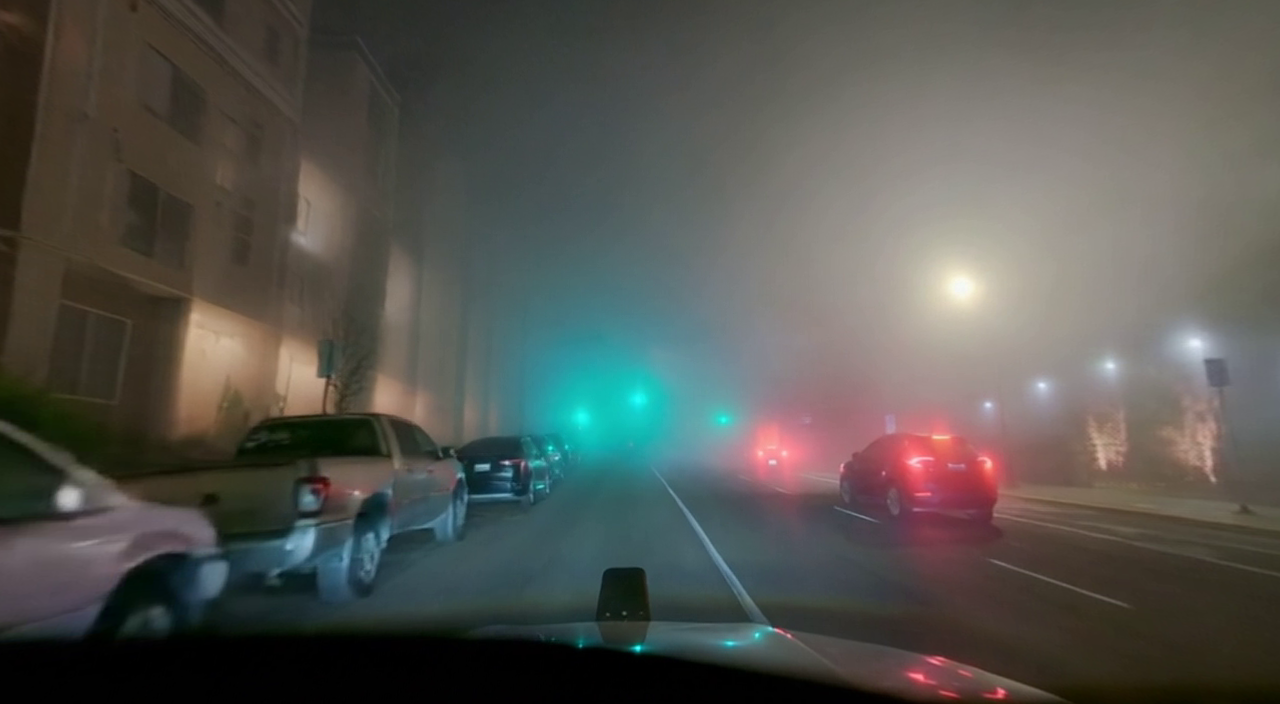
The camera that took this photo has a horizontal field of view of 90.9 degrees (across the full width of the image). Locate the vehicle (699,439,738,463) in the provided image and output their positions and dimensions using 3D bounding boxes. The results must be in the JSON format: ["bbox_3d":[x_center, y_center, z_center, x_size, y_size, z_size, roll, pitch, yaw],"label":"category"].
[{"bbox_3d":[5.149,6.548,41.829,1.917,1.467,4.452,0,-8,-1],"label":"vehicle"}]

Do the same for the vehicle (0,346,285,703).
[{"bbox_3d":[-3.277,0.741,1.693,1.951,1.671,4.615,0,-8,0],"label":"vehicle"}]

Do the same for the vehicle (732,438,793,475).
[{"bbox_3d":[5.151,4.418,26.909,1.799,1.463,3.464,0,-8,-2],"label":"vehicle"}]

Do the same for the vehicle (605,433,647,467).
[{"bbox_3d":[-0.715,5.211,33.650,2.122,1.689,3.885,0,-8,0],"label":"vehicle"}]

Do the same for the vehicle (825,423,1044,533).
[{"bbox_3d":[4.949,2.158,11.391,1.891,1.599,4.173,0,-8,0],"label":"vehicle"}]
